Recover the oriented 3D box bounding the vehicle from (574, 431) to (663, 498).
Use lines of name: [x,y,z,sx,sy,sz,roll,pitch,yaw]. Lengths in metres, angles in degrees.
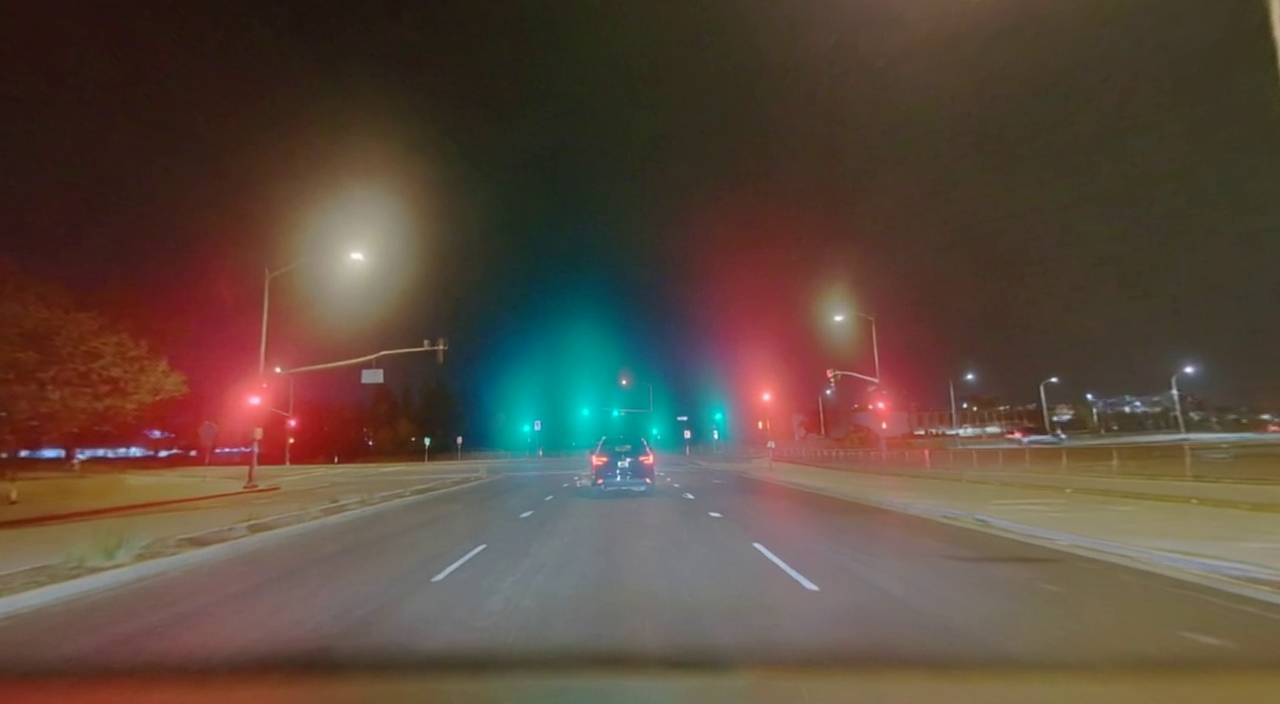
vehicle: [-0.582,3.147,18.072,2.218,1.657,4.551,0,-9,-1]
